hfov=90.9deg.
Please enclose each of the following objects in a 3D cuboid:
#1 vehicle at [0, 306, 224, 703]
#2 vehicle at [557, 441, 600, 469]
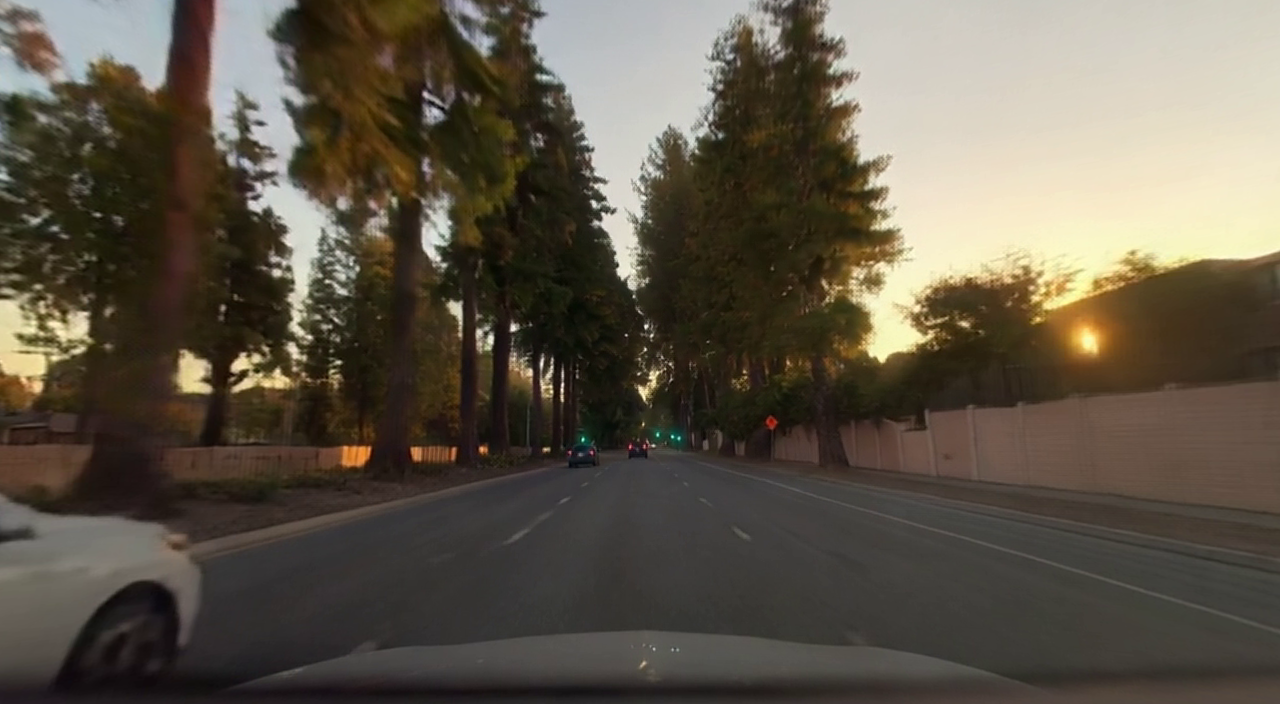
[{"bbox_3d":[-3.139,0.491,0.748,2.058,1.671,4.704,0,-8,0],"label":"vehicle"},{"bbox_3d":[-3.500,5.987,36.821,2.021,1.466,4.330,0,-9,1],"label":"vehicle"}]
